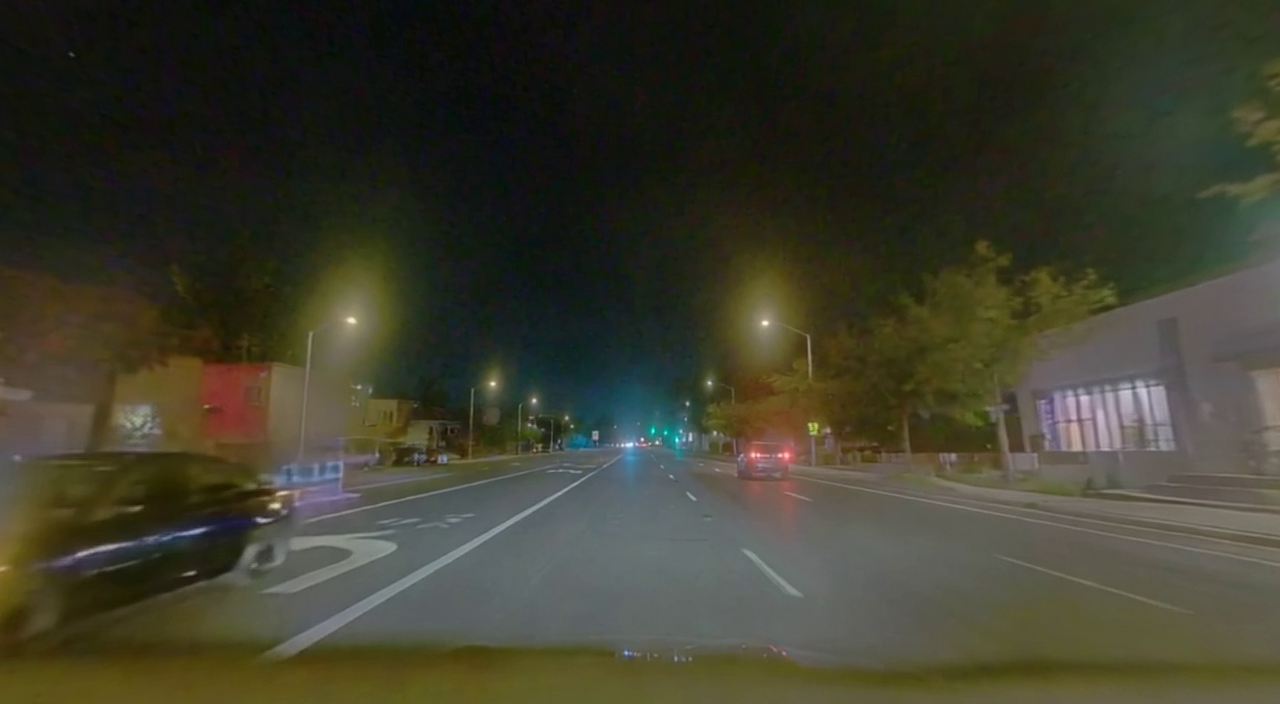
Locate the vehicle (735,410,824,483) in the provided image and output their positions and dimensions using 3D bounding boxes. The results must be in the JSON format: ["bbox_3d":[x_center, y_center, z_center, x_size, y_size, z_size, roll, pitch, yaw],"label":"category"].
[{"bbox_3d":[6.689,4.731,31.496,2.802,3.208,7.459,0,-9,0],"label":"vehicle"}]

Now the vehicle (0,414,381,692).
[{"bbox_3d":[-4.333,1.476,5.801,2.003,1.539,4.396,-1,-9,0],"label":"vehicle"}]
